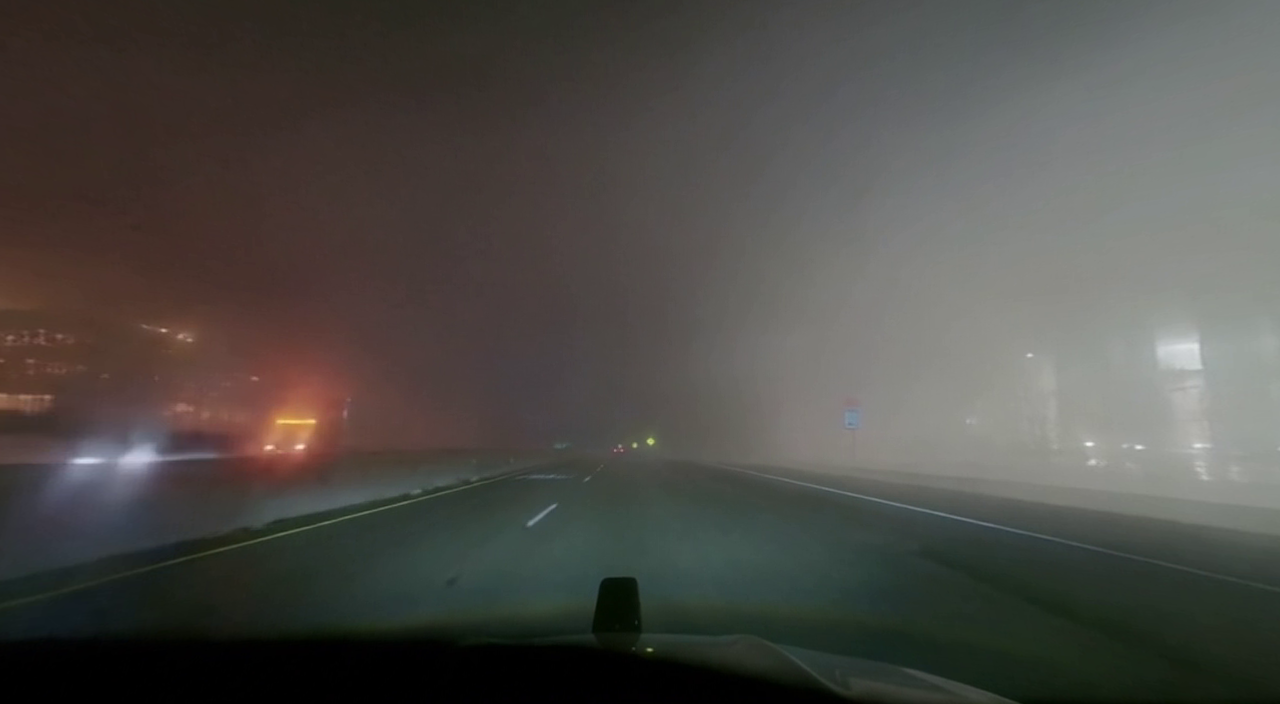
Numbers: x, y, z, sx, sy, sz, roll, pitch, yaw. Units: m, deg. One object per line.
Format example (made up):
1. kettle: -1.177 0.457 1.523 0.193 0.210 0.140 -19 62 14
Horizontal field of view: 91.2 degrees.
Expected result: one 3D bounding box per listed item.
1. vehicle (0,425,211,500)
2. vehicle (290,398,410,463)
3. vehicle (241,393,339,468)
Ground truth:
1. vehicle: -12.730 2.610 15.032 1.863 1.521 4.277 0 -9 -1
2. vehicle: -21.080 6.097 47.009 2.933 4.082 13.910 0 -9 -2
3. vehicle: -20.679 4.704 37.344 3.271 4.189 3.909 0 -9 0
